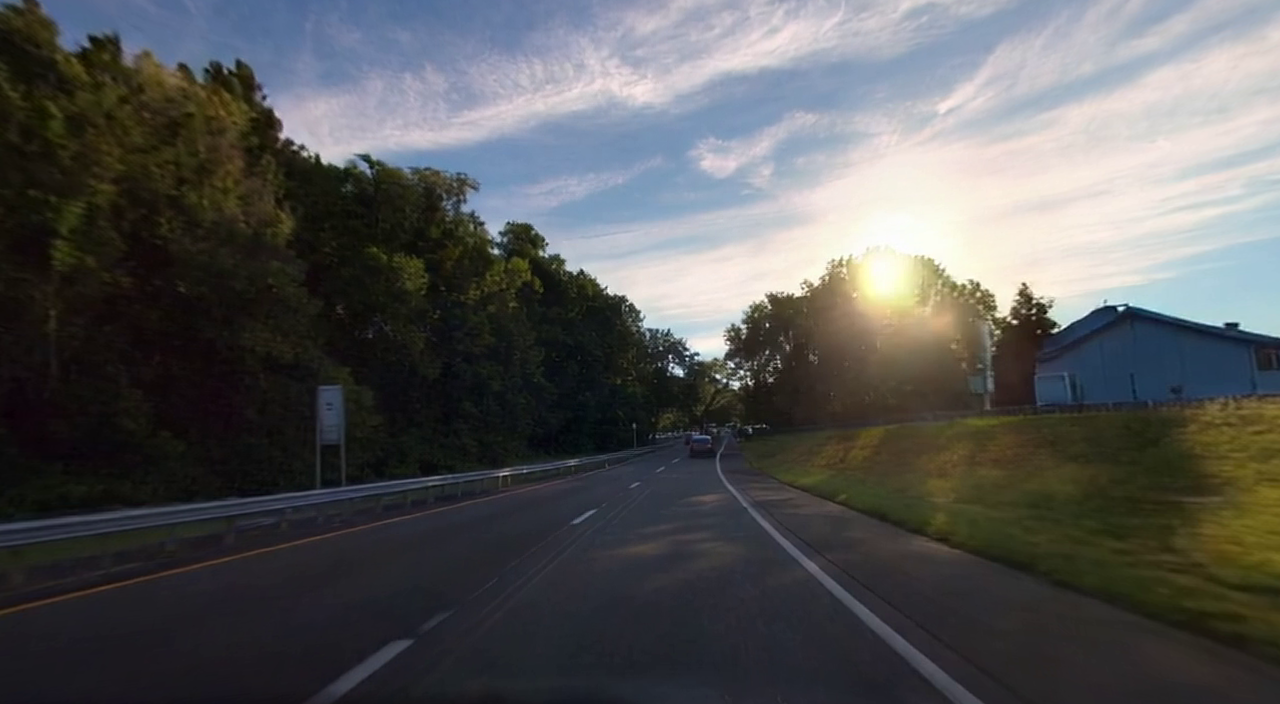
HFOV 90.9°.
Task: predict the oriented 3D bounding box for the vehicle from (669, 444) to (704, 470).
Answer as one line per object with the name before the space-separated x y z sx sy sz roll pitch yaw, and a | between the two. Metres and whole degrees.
vehicle | 3.241 7.233 43.379 2.221 1.674 4.325 -1 -9 6
